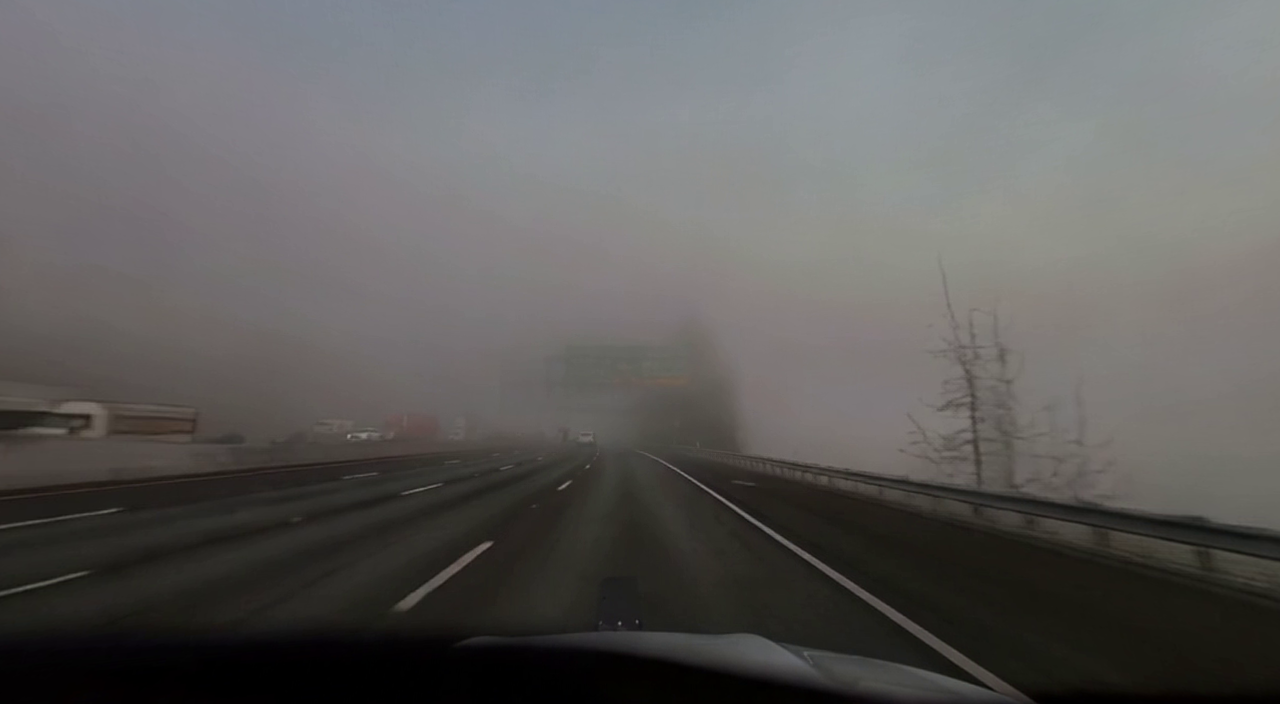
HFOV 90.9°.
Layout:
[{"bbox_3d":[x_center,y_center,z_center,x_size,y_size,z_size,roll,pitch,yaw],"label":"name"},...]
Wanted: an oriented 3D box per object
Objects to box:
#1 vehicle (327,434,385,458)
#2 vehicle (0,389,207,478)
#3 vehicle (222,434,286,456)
[{"bbox_3d":[-19.628,6.509,43.805,1.995,1.584,4.624,0,-8,-1],"label":"vehicle"},{"bbox_3d":[-18.155,2.760,21.263,2.415,2.528,6.726,0,-8,-1],"label":"vehicle"},{"bbox_3d":[-26.644,6.408,43.731,1.799,1.417,4.395,0,-8,-3],"label":"vehicle"}]
